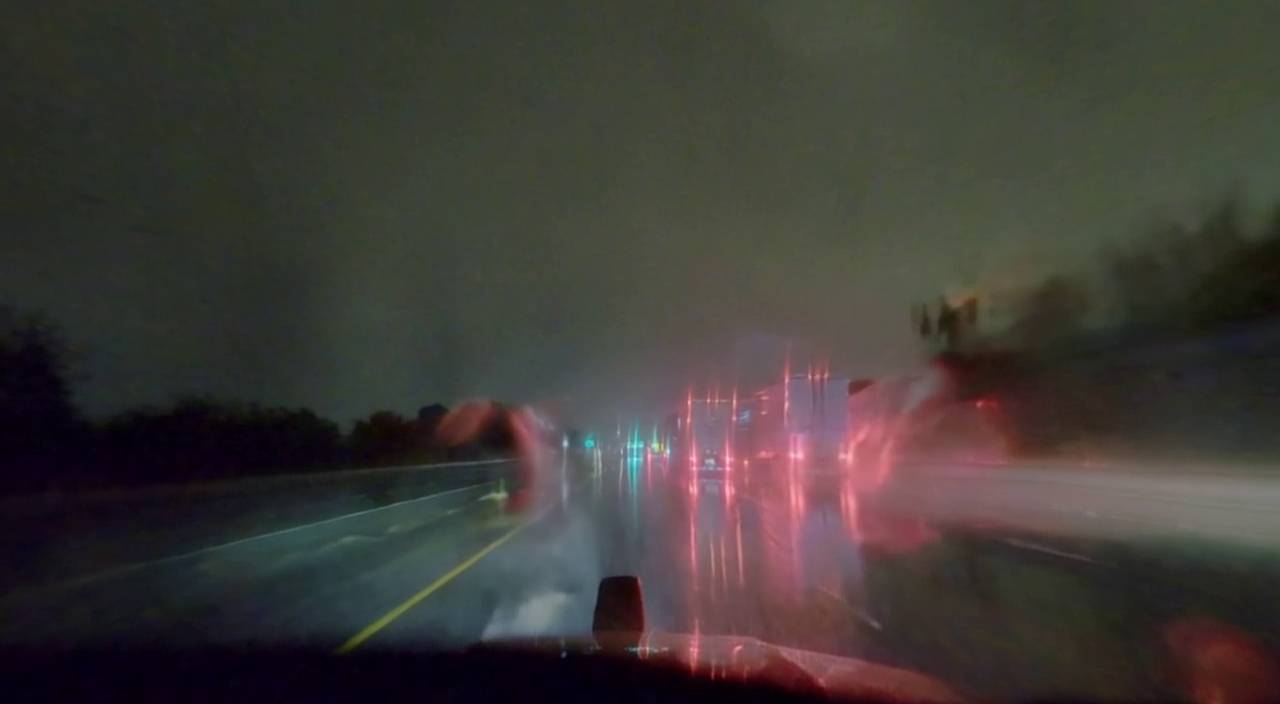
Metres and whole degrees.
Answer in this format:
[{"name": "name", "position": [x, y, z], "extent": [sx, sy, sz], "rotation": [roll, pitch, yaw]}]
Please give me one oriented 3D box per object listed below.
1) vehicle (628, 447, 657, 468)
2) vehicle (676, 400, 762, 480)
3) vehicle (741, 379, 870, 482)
[{"name": "vehicle", "position": [0.174, 8.025, 47.658], "extent": [2.083, 1.473, 3.923], "rotation": [0, -9, 0]}, {"name": "vehicle", "position": [3.535, 4.293, 30.264], "extent": [2.859, 3.332, 7.735], "rotation": [0, -9, -2]}, {"name": "vehicle", "position": [7.916, 4.195, 32.507], "extent": [3.268, 4.172, 12.771], "rotation": [-1, -8, 1]}]
